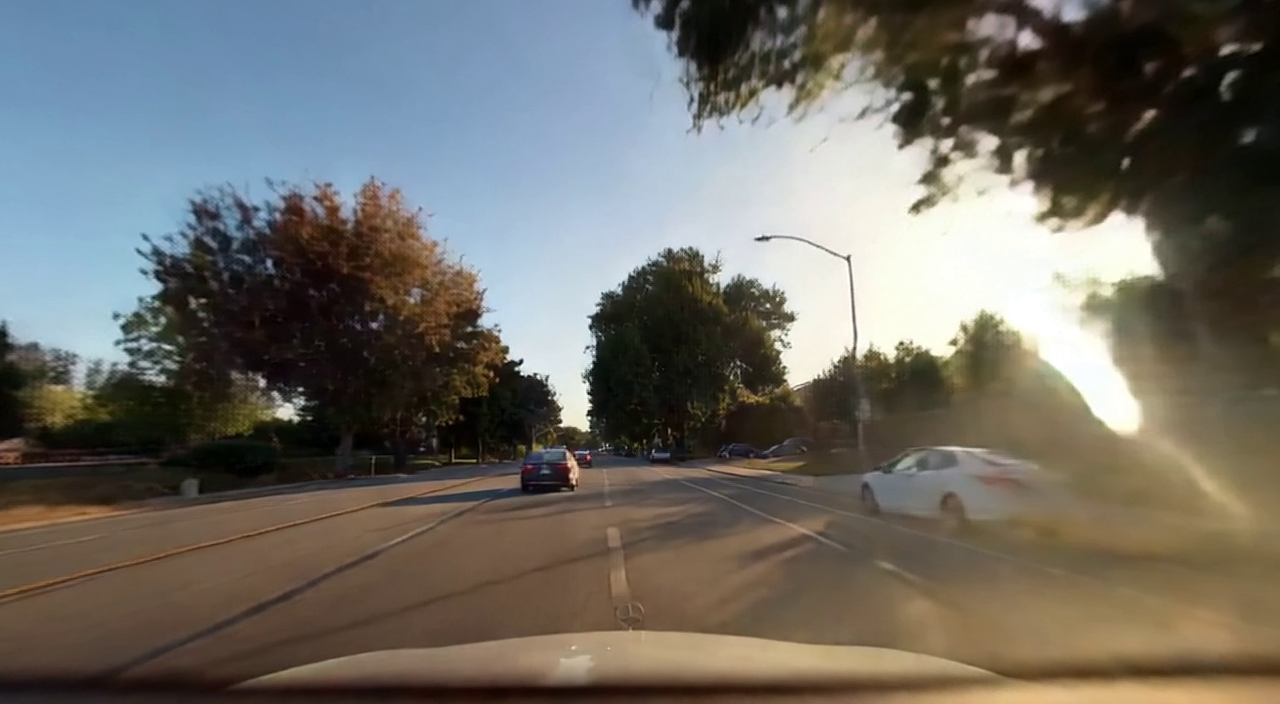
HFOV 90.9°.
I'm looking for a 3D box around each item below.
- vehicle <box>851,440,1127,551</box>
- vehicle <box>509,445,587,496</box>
[{"bbox_3d":[5.688,2.353,11.183,2.164,1.511,4.571,0,-8,-2],"label":"vehicle"},{"bbox_3d":[-2.879,3.799,20.696,2.099,1.470,4.302,0,-8,-3],"label":"vehicle"}]
